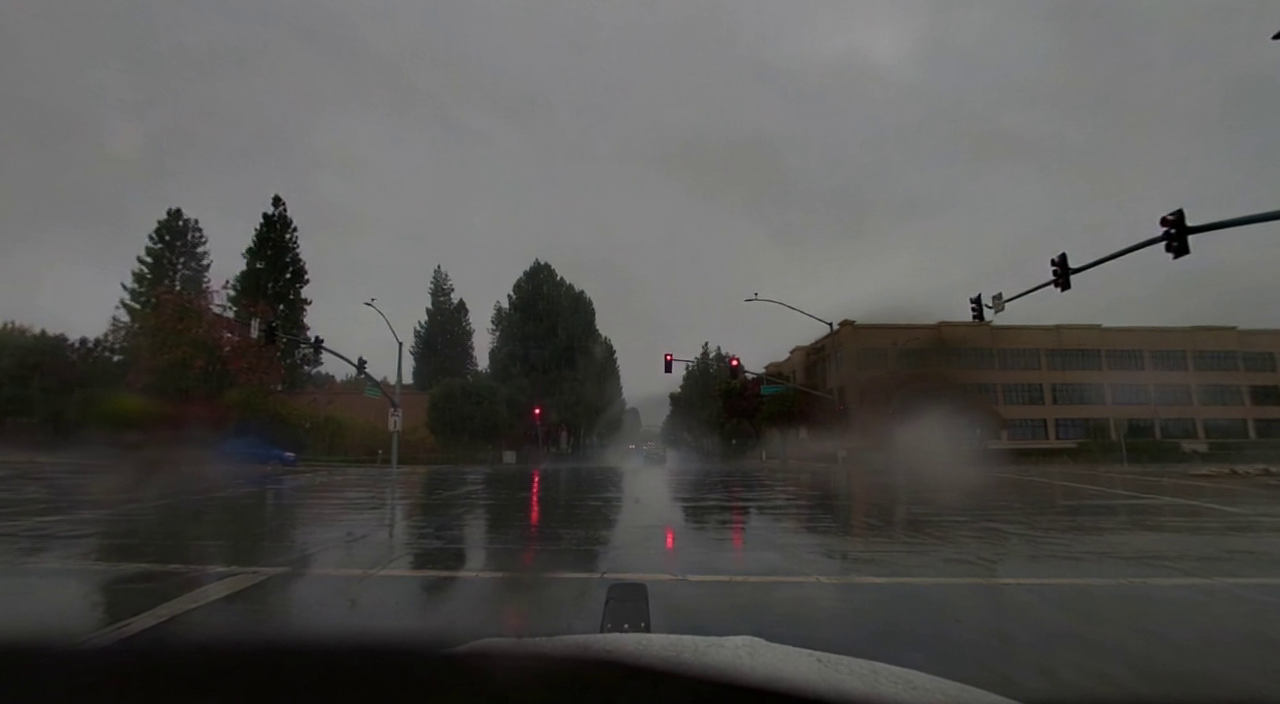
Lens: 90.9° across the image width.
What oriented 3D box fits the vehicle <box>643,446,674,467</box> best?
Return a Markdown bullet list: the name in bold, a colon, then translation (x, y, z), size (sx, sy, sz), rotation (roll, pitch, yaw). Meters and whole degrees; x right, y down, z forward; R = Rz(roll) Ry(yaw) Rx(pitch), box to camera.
- **vehicle**: translation (1.291, 7.637, 46.444), size (2.132, 1.449, 4.235), rotation (0, -9, 0)
